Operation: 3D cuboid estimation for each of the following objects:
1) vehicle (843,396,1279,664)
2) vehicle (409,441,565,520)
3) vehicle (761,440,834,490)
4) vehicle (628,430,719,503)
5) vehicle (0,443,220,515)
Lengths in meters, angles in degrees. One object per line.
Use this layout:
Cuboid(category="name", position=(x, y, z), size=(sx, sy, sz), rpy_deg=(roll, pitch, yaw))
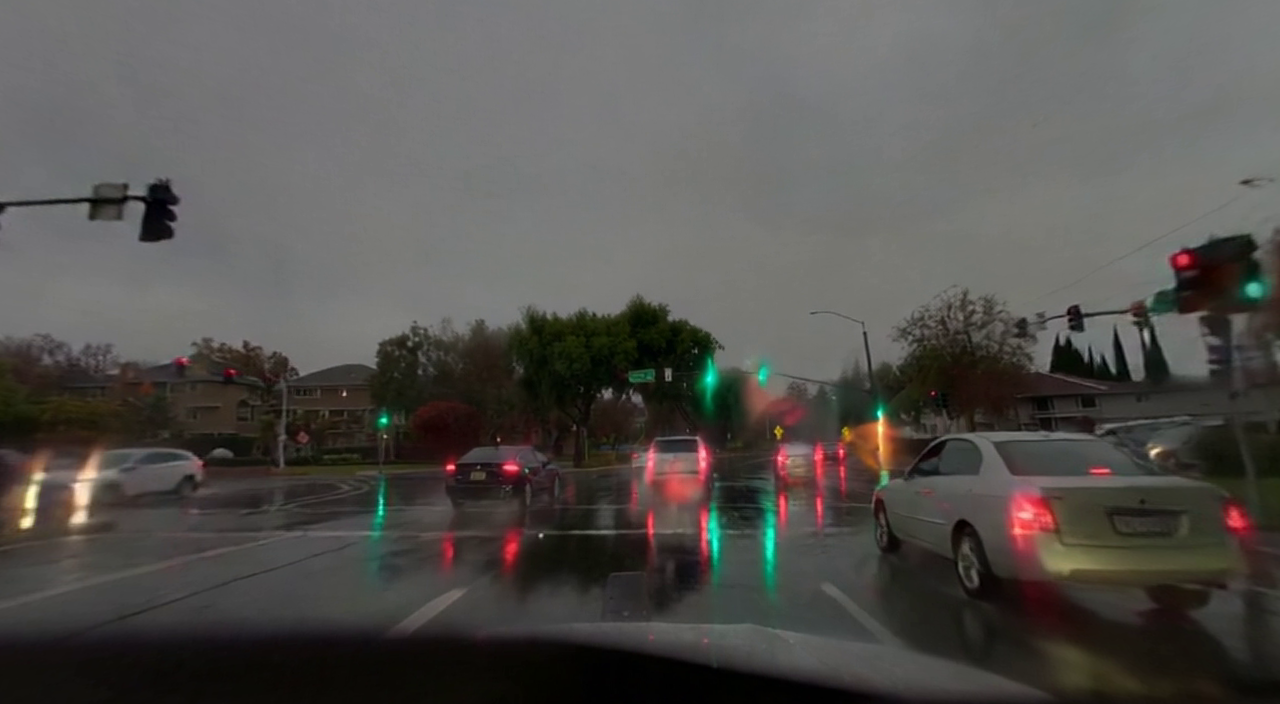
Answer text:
Cuboid(category="vehicle", position=(3.769, 1.448, 6.276), size=(2.106, 1.636, 4.655), rpy_deg=(-1, -9, 2))
Cuboid(category="vehicle", position=(-3.152, 2.756, 14.156), size=(2.006, 1.464, 4.586), rpy_deg=(-1, -9, 5))
Cuboid(category="vehicle", position=(5.257, 3.809, 21.457), size=(1.859, 1.540, 3.454), rpy_deg=(-1, -9, 5))
Cuboid(category="vehicle", position=(1.042, 3.179, 17.910), size=(2.250, 1.768, 4.574), rpy_deg=(-1, -9, 5))
Cuboid(category="vehicle", position=(-14.396, 3.346, 16.979), size=(4.578, 1.759, 1.996), rpy_deg=(2, -9, -14))
